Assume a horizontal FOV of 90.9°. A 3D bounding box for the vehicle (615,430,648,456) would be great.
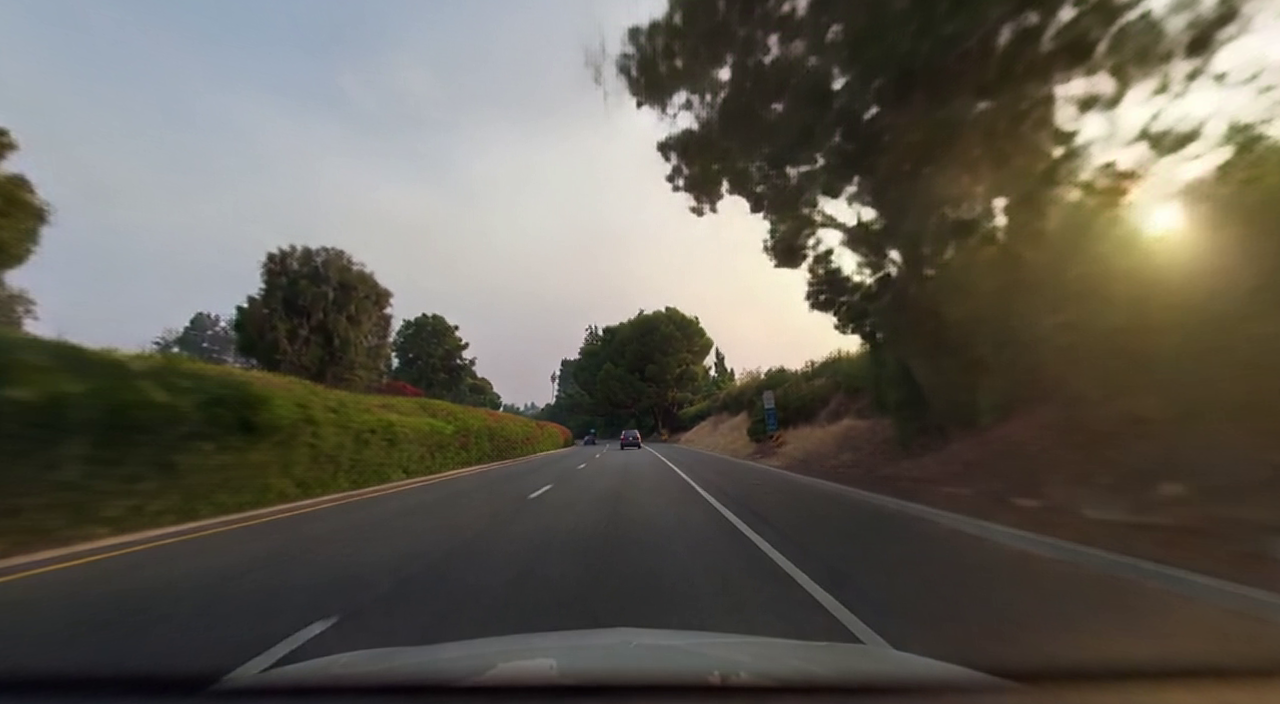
[{"bbox_3d":[-0.555,5.844,40.644,2.041,1.618,3.898,0,-8,-1],"label":"vehicle"}]
